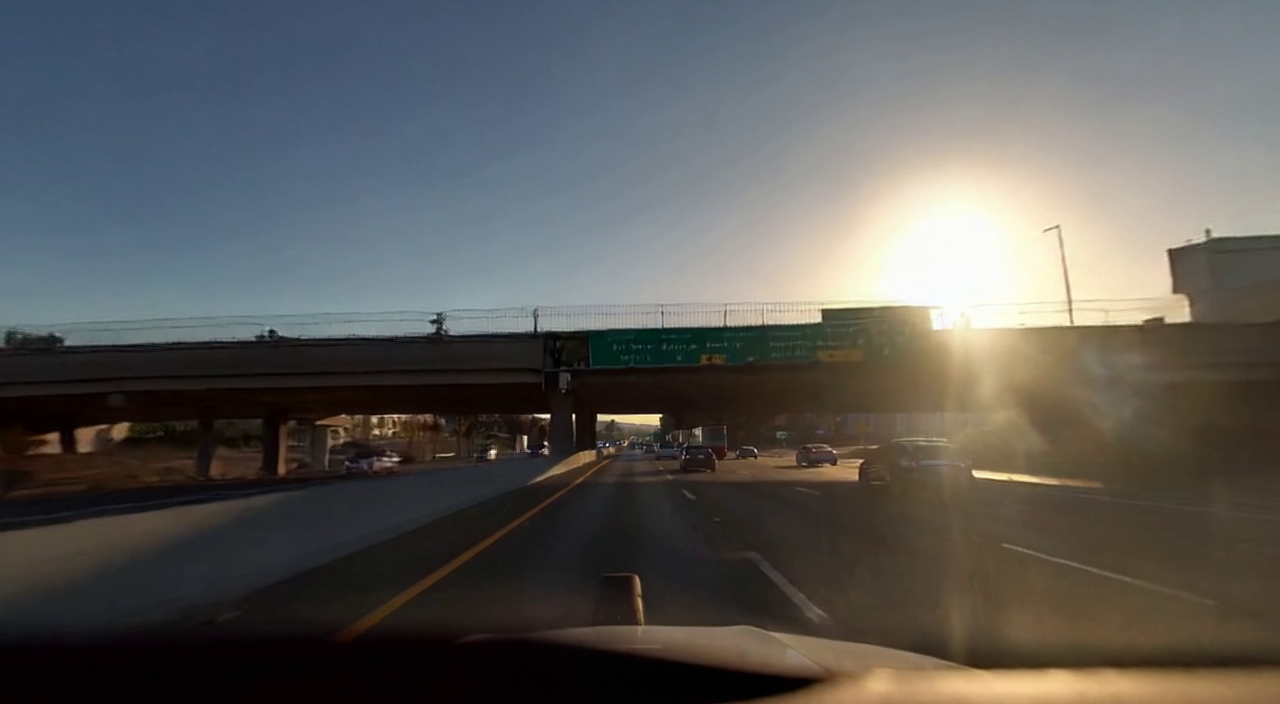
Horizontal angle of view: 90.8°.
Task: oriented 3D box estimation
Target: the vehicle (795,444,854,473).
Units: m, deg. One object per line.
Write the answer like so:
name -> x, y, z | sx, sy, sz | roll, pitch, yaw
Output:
vehicle -> 9.973, 5.761, 34.496 | 1.838, 1.440, 4.121 | 0, -8, -2

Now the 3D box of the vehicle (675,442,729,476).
vehicle -> 2.865, 5.076, 30.340 | 1.993, 1.507, 4.594 | 0, -8, -2

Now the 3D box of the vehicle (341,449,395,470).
vehicle -> -20.876, 8.266, 48.711 | 2.057, 1.475, 4.785 | 0, -8, 0

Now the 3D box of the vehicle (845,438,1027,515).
vehicle -> 6.553, 2.778, 14.692 | 1.952, 1.489, 4.483 | 0, -8, -2
